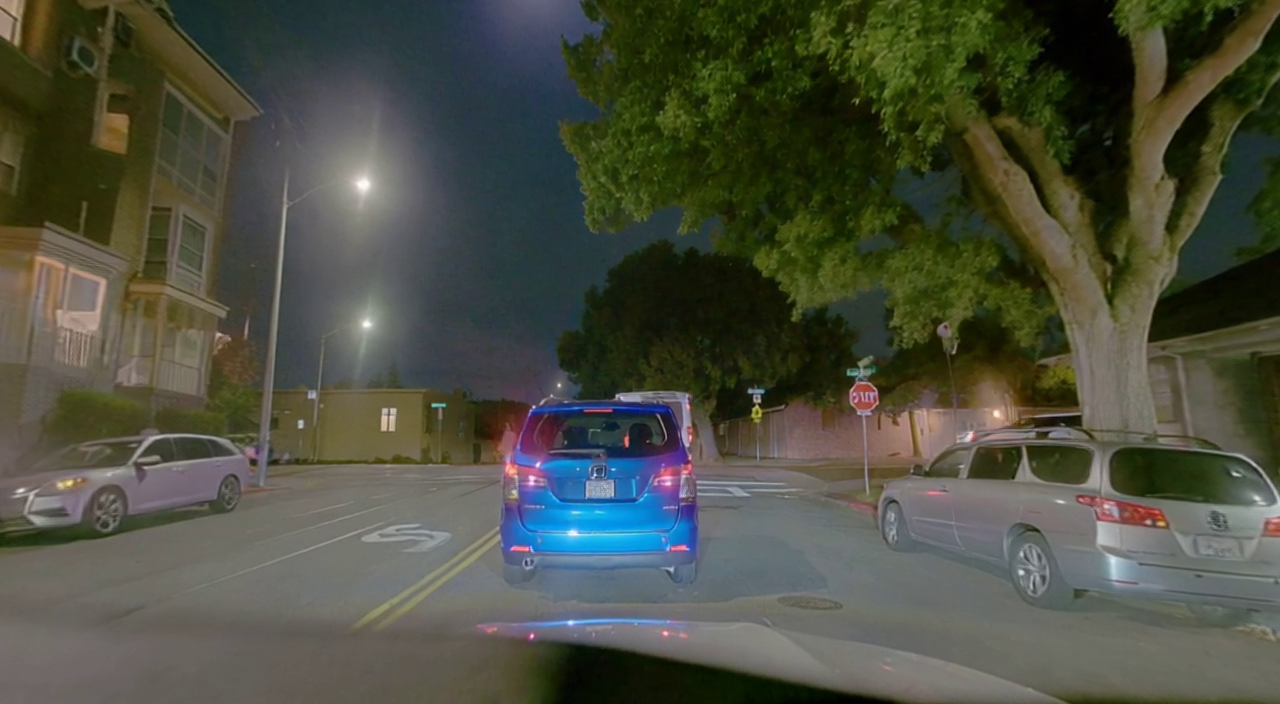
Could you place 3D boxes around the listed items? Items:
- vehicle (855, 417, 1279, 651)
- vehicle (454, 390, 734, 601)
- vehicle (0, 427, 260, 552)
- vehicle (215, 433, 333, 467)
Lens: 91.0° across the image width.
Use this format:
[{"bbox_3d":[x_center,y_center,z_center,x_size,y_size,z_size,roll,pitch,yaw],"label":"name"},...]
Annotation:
[{"bbox_3d":[4.217,1.680,6.908,1.959,1.581,4.731,4,-9,-2],"label":"vehicle"},{"bbox_3d":[-0.402,1.569,7.768,2.377,1.787,4.652,0,-8,0],"label":"vehicle"},{"bbox_3d":[-8.293,2.020,10.055,1.825,1.532,4.083,-3,-7,2],"label":"vehicle"},{"bbox_3d":[-17.177,4.621,29.702,4.387,1.495,1.811,1,-8,-3],"label":"vehicle"}]
